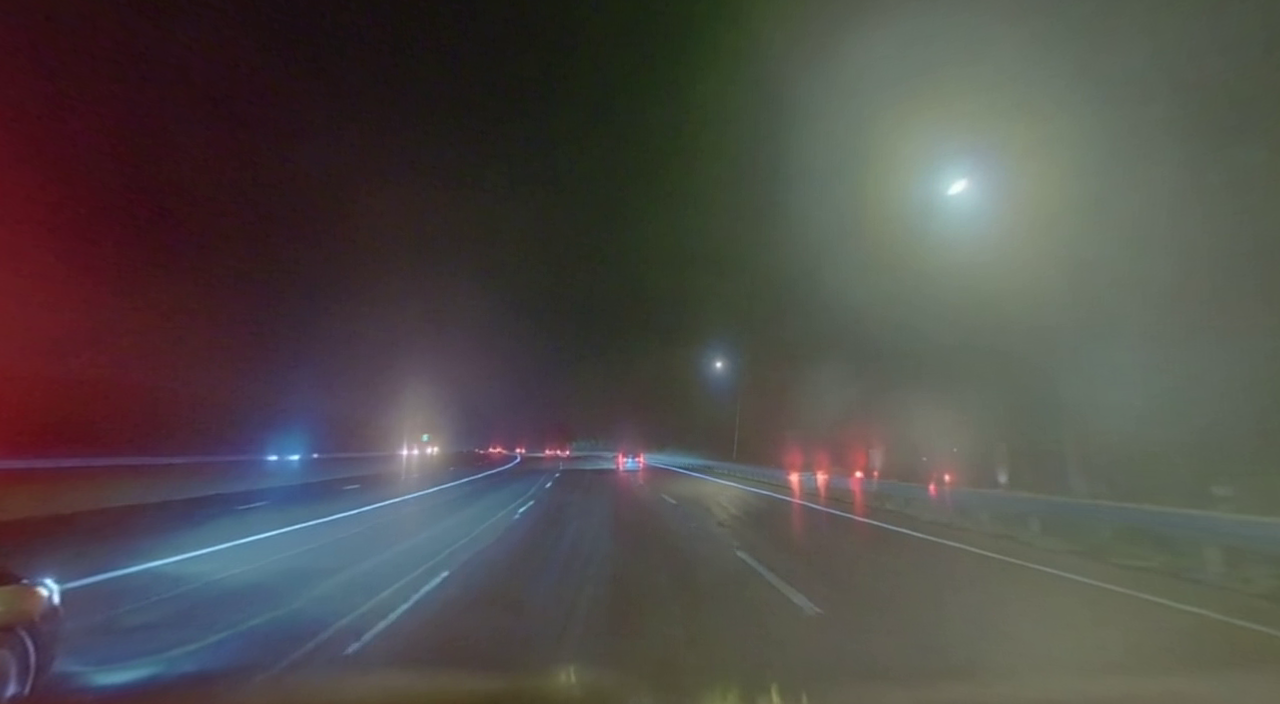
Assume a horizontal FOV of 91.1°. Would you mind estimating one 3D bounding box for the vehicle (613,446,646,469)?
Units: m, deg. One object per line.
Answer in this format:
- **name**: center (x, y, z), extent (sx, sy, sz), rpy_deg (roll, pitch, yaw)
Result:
- **vehicle**: center (-0.769, 7.143, 42.578), extent (2.140, 1.455, 4.135), rpy_deg (0, -9, -2)
